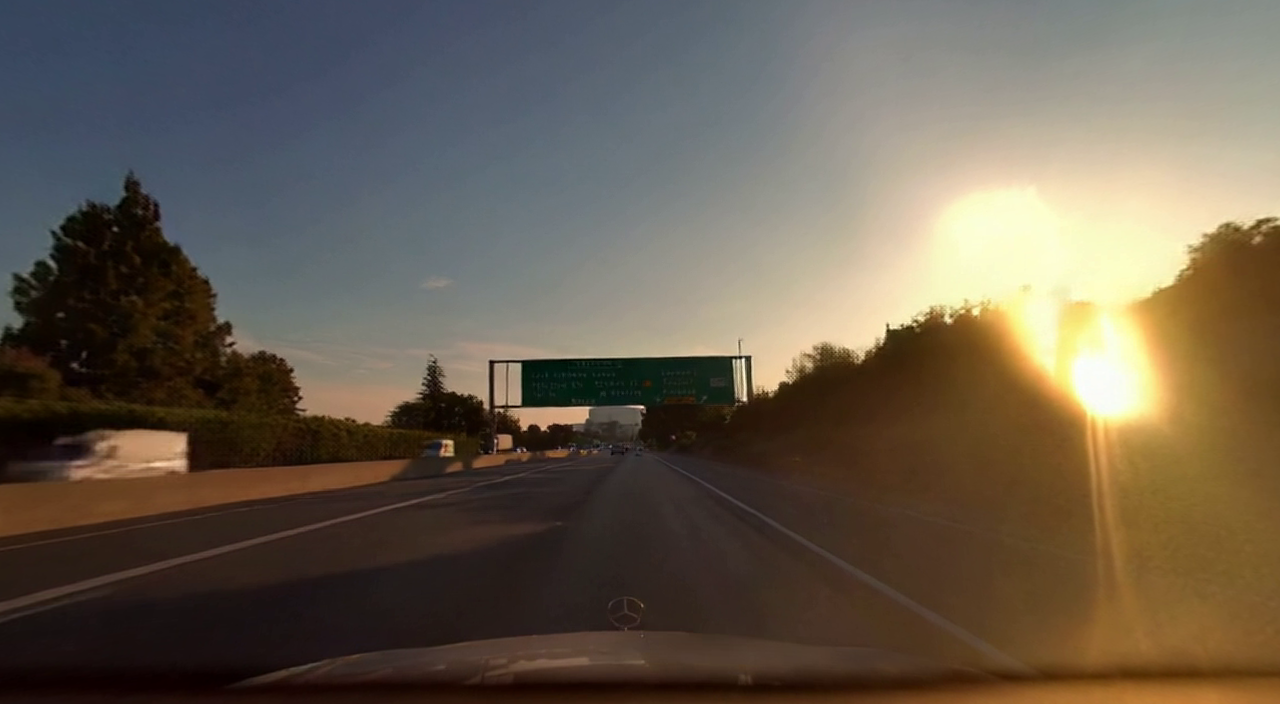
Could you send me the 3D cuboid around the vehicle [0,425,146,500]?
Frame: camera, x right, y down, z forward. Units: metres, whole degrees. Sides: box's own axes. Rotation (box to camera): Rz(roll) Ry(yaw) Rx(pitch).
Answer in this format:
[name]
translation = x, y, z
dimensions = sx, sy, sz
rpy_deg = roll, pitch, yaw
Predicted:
[vehicle]
translation = -24.170, 4.467, 25.881
dimensions = 2.629, 2.666, 6.284
rpy_deg = 0, -9, 0
